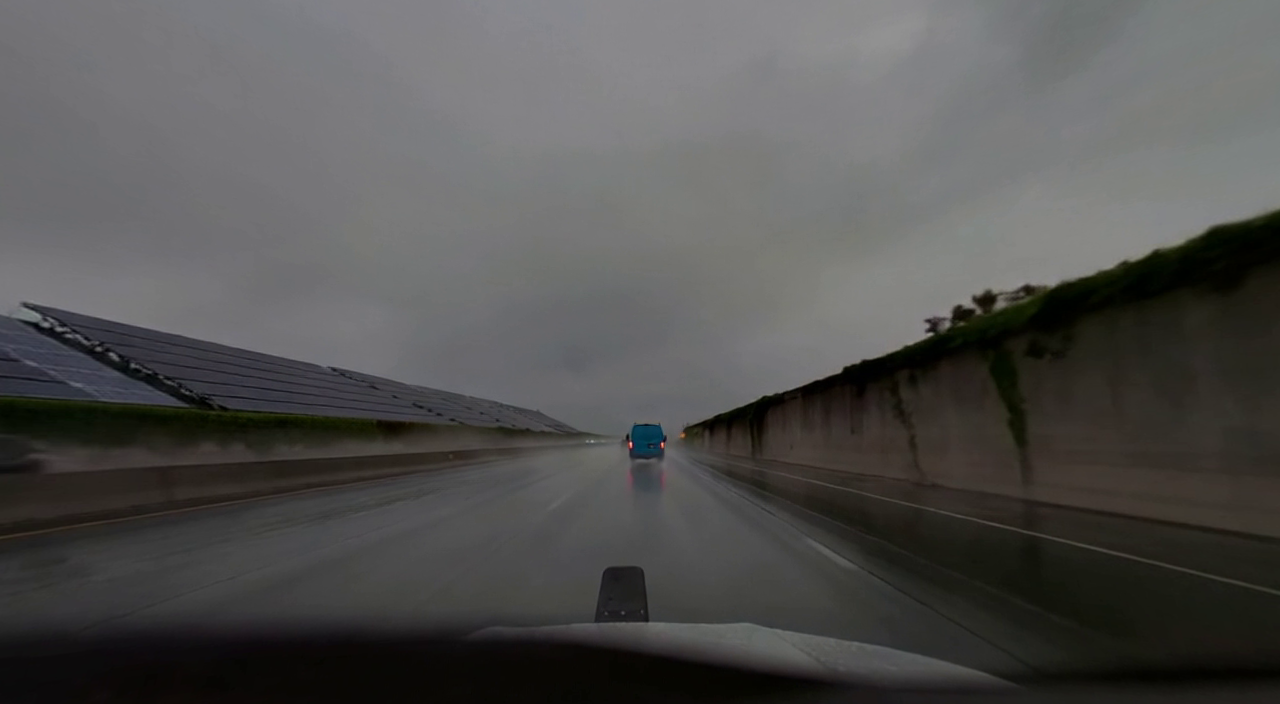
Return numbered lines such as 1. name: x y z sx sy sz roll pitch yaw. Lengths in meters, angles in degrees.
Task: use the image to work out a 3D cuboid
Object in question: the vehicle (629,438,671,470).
1. vehicle: 0.475 5.003 31.073 1.997 1.484 3.409 0 -8 0
